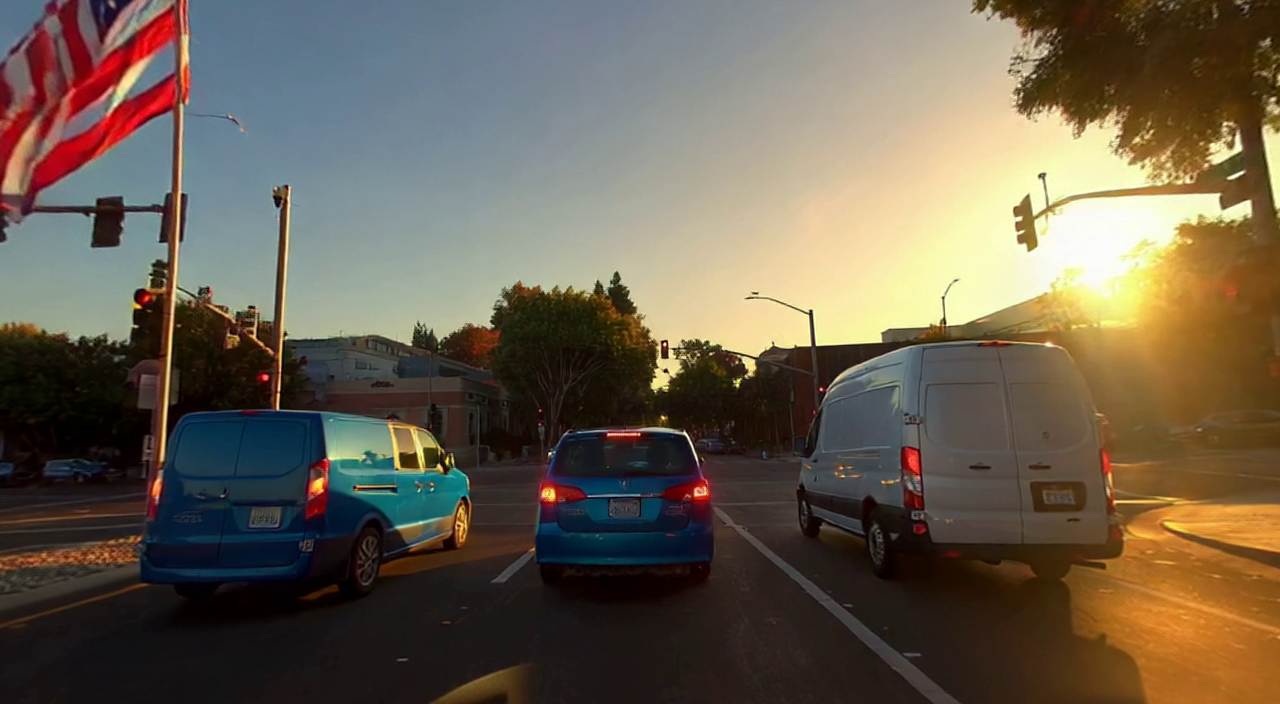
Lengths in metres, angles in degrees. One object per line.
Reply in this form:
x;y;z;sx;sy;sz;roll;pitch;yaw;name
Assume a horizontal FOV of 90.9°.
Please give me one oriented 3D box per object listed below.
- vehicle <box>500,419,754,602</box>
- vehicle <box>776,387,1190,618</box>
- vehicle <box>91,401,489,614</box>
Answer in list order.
-0.148;1.621;7.342;2.098;1.494;4.118;0;-9;-1;vehicle
3.086;1.474;7.067;2.178;1.746;4.400;0;-9;1;vehicle
-3.306;1.542;7.117;2.024;1.677;3.998;-1;-9;3;vehicle
